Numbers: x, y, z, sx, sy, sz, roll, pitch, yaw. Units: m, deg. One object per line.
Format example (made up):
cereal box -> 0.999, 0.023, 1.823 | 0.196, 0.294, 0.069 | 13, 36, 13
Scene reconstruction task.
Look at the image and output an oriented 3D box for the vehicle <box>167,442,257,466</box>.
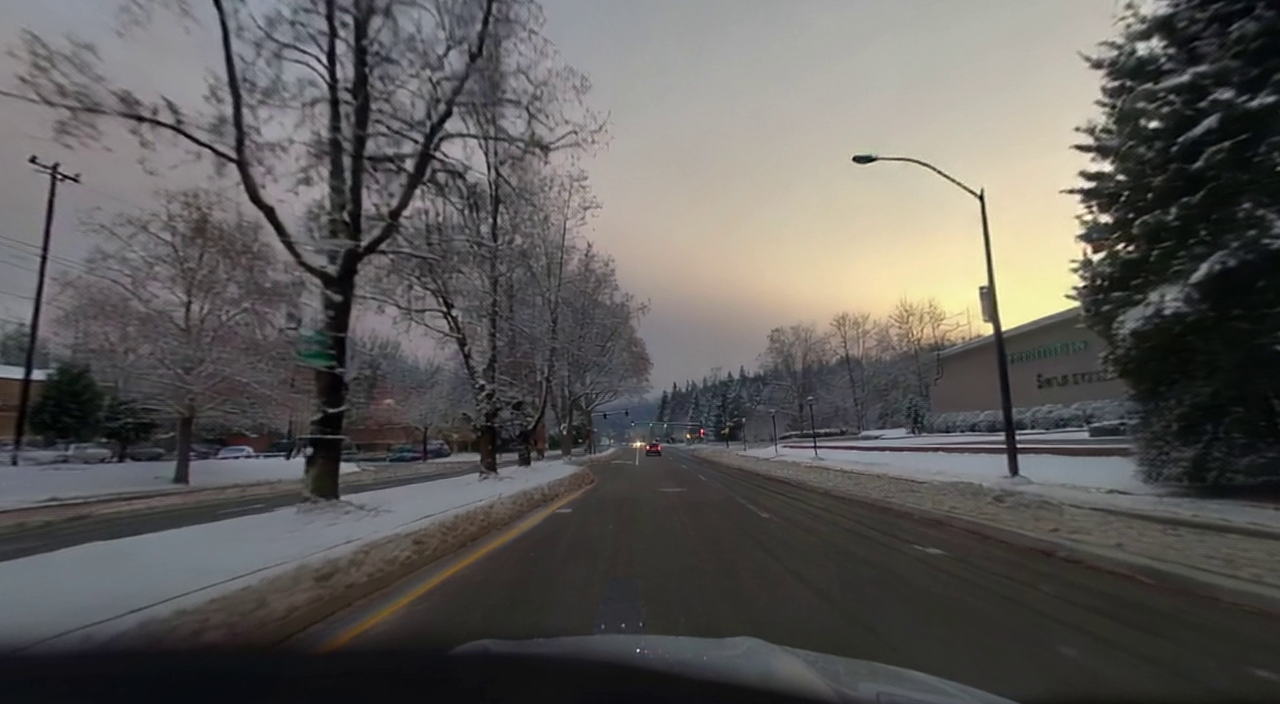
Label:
vehicle -> -30.119, 7.228, 44.511 | 4.706, 1.457, 1.999 | 3, -11, -4
